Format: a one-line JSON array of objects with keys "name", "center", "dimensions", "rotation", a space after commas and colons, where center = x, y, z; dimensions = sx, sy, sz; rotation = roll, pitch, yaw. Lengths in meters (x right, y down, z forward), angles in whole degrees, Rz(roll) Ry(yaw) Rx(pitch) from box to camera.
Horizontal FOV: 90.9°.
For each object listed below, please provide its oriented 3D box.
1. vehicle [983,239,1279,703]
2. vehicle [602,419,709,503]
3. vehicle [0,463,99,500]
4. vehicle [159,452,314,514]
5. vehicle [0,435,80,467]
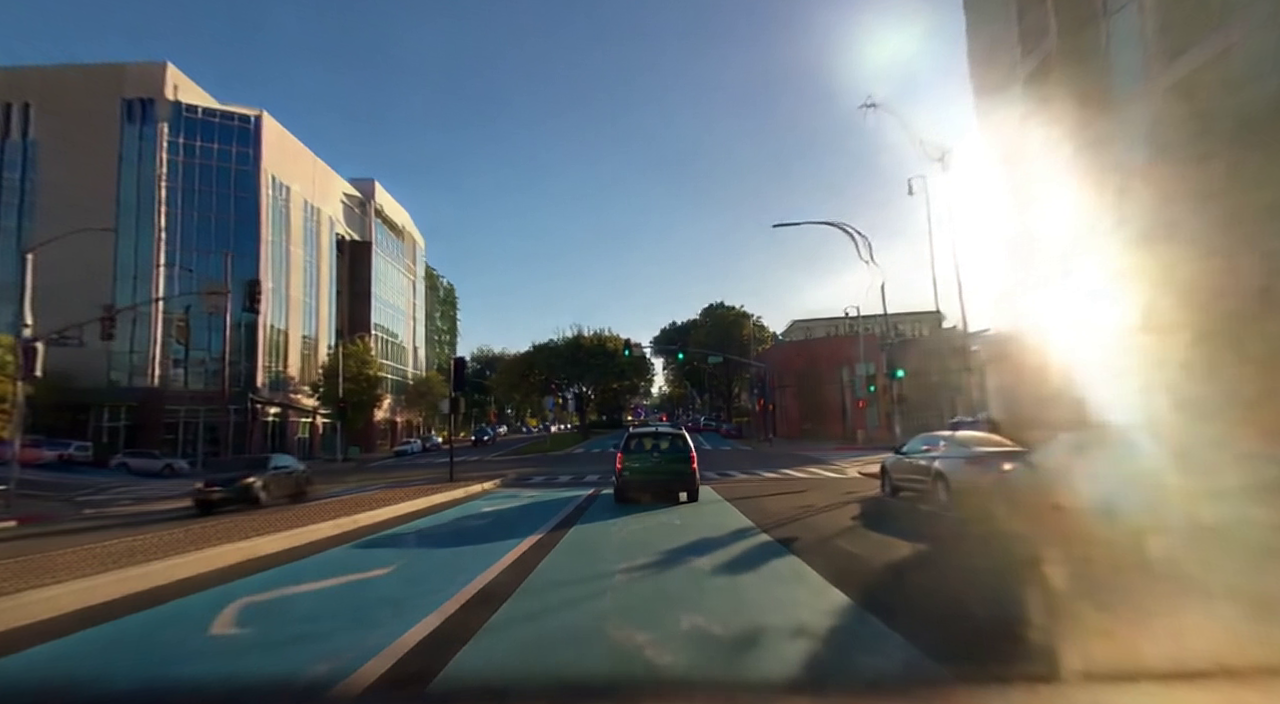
[{"name": "vehicle", "center": [3.347, 0.426, 0.546], "dimensions": [2.487, 2.048, 6.443], "rotation": [0, -9, 0]}, {"name": "vehicle", "center": [0.353, 2.654, 15.671], "dimensions": [2.283, 1.773, 4.255], "rotation": [0, -9, 1]}, {"name": "vehicle", "center": [-28.066, 5.942, 29.033], "dimensions": [4.478, 1.578, 1.890], "rotation": [0, -9, 1]}, {"name": "vehicle", "center": [-13.334, 4.299, 21.309], "dimensions": [2.025, 1.785, 4.845], "rotation": [0, -9, 0]}, {"name": "vehicle", "center": [-36.449, 5.899, 37.597], "dimensions": [1.966, 1.807, 4.441], "rotation": [0, -9, -1]}]
